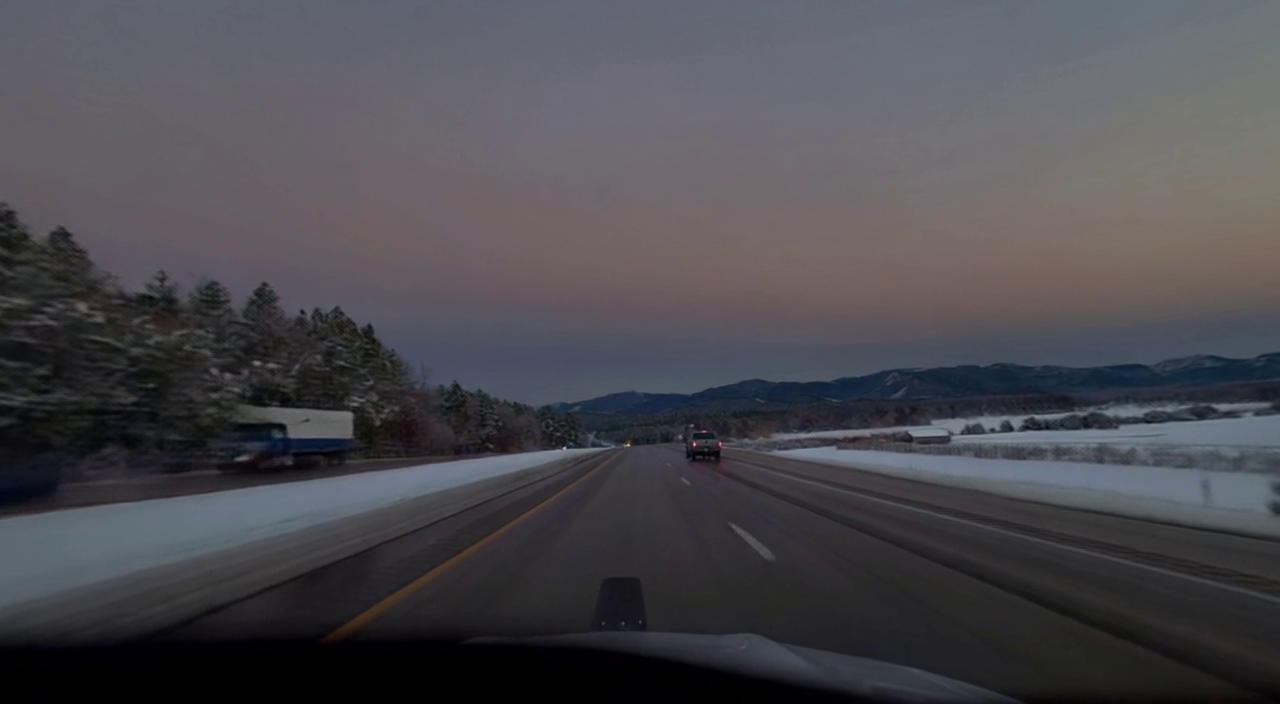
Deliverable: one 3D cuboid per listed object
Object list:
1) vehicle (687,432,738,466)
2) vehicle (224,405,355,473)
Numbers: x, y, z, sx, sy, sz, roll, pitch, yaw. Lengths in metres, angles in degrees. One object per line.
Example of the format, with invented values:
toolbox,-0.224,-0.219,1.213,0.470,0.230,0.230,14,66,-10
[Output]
vehicle,3.664,5.007,32.644,2.157,1.640,4.056,0,-8,1
vehicle,-21.393,5.453,39.303,2.949,3.757,8.813,0,-8,0
